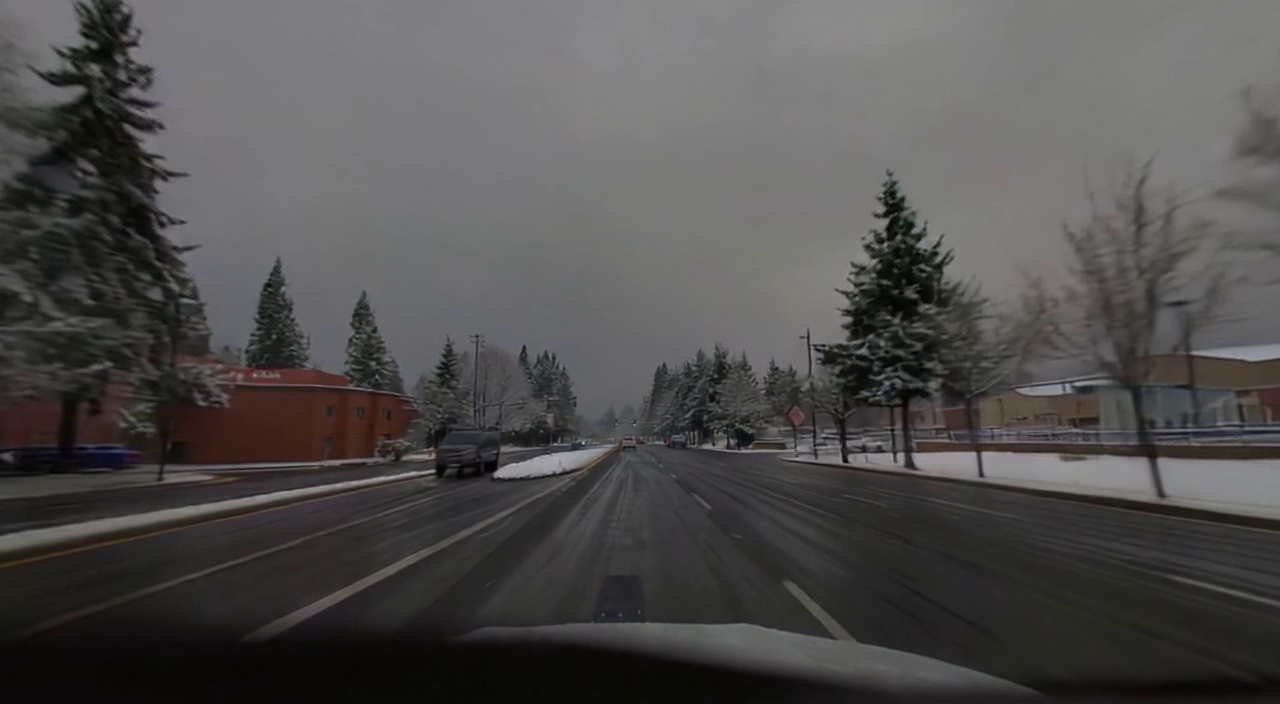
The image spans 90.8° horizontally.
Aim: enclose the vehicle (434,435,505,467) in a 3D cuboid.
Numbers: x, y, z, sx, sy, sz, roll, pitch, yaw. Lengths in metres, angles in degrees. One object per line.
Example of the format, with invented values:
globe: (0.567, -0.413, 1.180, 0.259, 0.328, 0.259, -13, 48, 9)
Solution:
vehicle: (-10.293, 5.909, 37.940, 4.497, 1.774, 1.958, -8, -11, 42)
